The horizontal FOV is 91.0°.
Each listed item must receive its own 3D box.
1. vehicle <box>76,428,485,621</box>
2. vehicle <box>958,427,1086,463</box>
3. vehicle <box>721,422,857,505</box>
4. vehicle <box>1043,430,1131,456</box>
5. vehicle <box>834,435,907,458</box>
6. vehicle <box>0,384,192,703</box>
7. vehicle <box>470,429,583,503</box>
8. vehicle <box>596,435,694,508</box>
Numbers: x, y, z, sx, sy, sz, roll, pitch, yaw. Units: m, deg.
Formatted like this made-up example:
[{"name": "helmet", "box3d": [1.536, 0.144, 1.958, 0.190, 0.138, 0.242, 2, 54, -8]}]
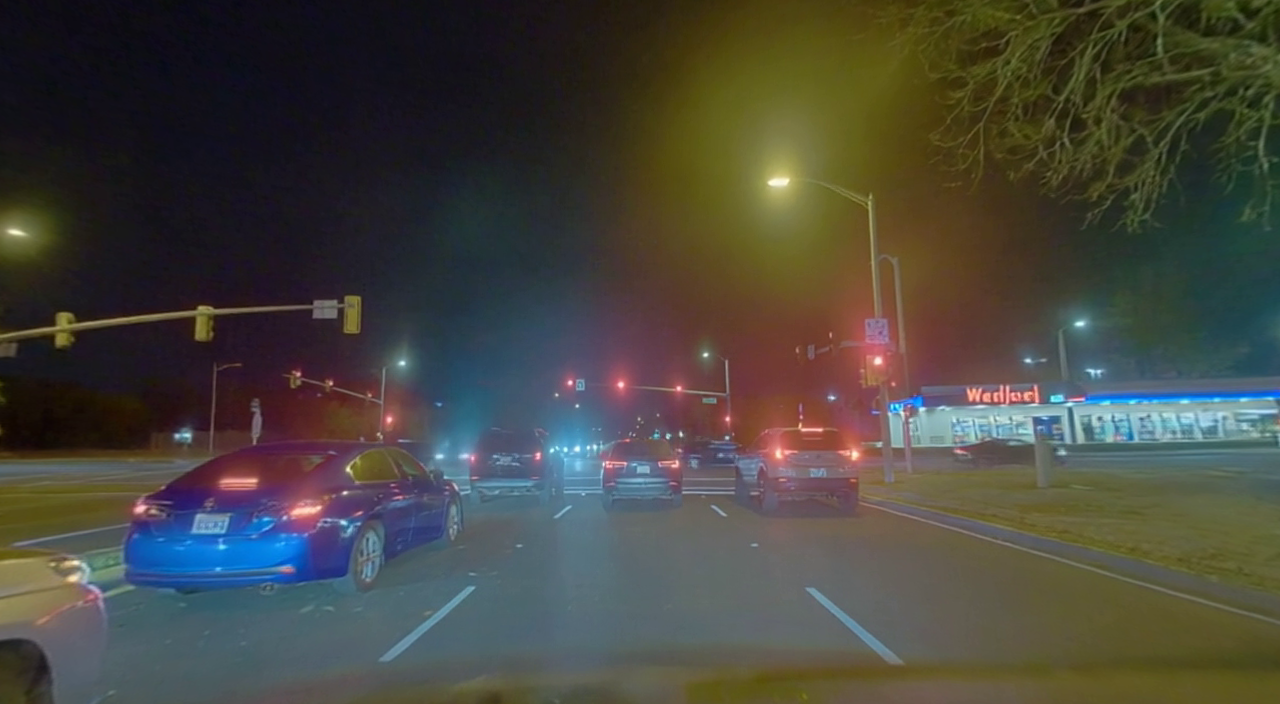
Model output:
[{"name": "vehicle", "box3d": [-3.336, 1.679, 7.123, 2.014, 1.472, 4.357, 0, -9, 1]}, {"name": "vehicle", "box3d": [21.081, 5.187, 34.996, 5.504, 1.821, 2.173, -2, -9, 9]}, {"name": "vehicle", "box3d": [3.341, 2.633, 15.177, 2.076, 1.691, 4.402, 0, -9, -2]}, {"name": "vehicle", "box3d": [30.591, 6.239, 43.169, 4.432, 1.680, 1.932, 0, -9, 2]}, {"name": "vehicle", "box3d": [17.005, 7.023, 46.668, 4.626, 1.653, 1.982, 0, -9, 1]}, {"name": "vehicle", "box3d": [-3.080, 0.598, 0.163, 2.249, 1.517, 4.951, 0, -9, 1]}, {"name": "vehicle", "box3d": [-2.824, 2.967, 16.660, 2.072, 1.694, 4.070, -1, -9, 2]}, {"name": "vehicle", "box3d": [0.141, 2.806, 15.139, 2.032, 1.499, 3.994, 0, -9, 1]}]
